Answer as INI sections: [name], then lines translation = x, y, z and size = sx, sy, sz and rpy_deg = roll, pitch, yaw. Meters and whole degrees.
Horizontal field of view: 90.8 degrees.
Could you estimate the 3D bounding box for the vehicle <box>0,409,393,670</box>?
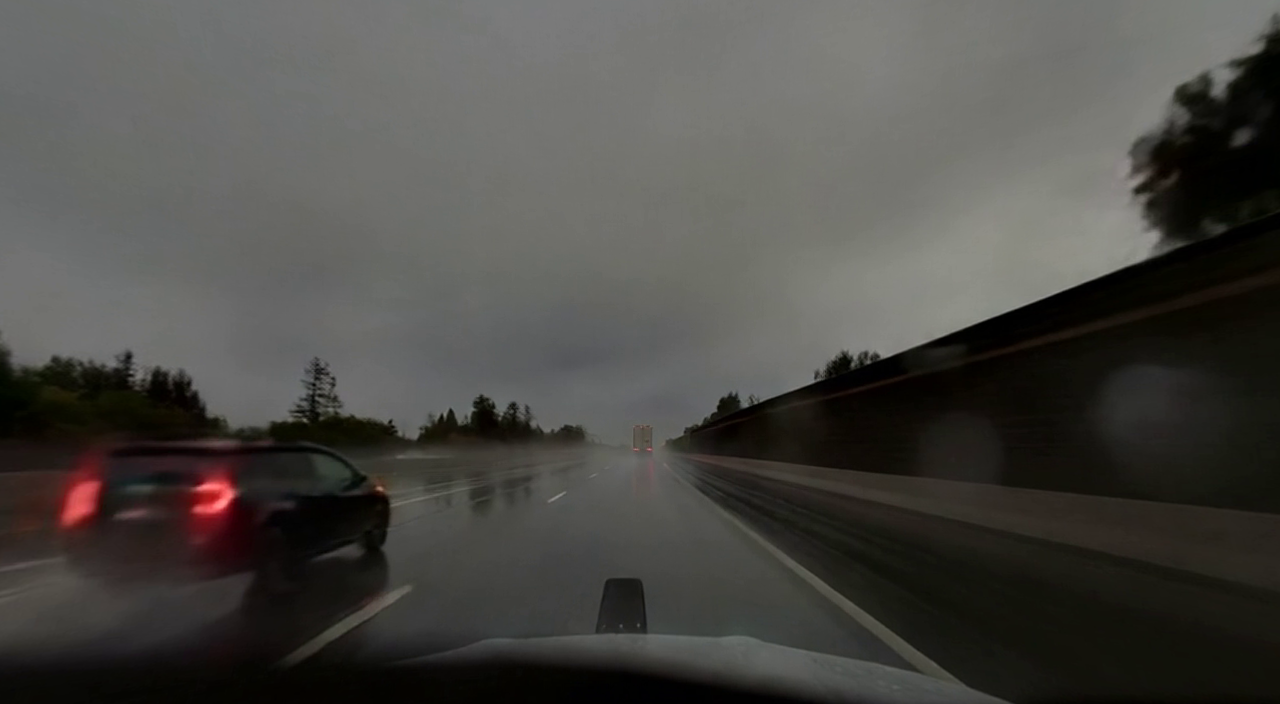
[vehicle]
translation = -3.949, 1.418, 5.749
size = 1.880, 1.569, 3.714
rpy_deg = 0, -9, 0
